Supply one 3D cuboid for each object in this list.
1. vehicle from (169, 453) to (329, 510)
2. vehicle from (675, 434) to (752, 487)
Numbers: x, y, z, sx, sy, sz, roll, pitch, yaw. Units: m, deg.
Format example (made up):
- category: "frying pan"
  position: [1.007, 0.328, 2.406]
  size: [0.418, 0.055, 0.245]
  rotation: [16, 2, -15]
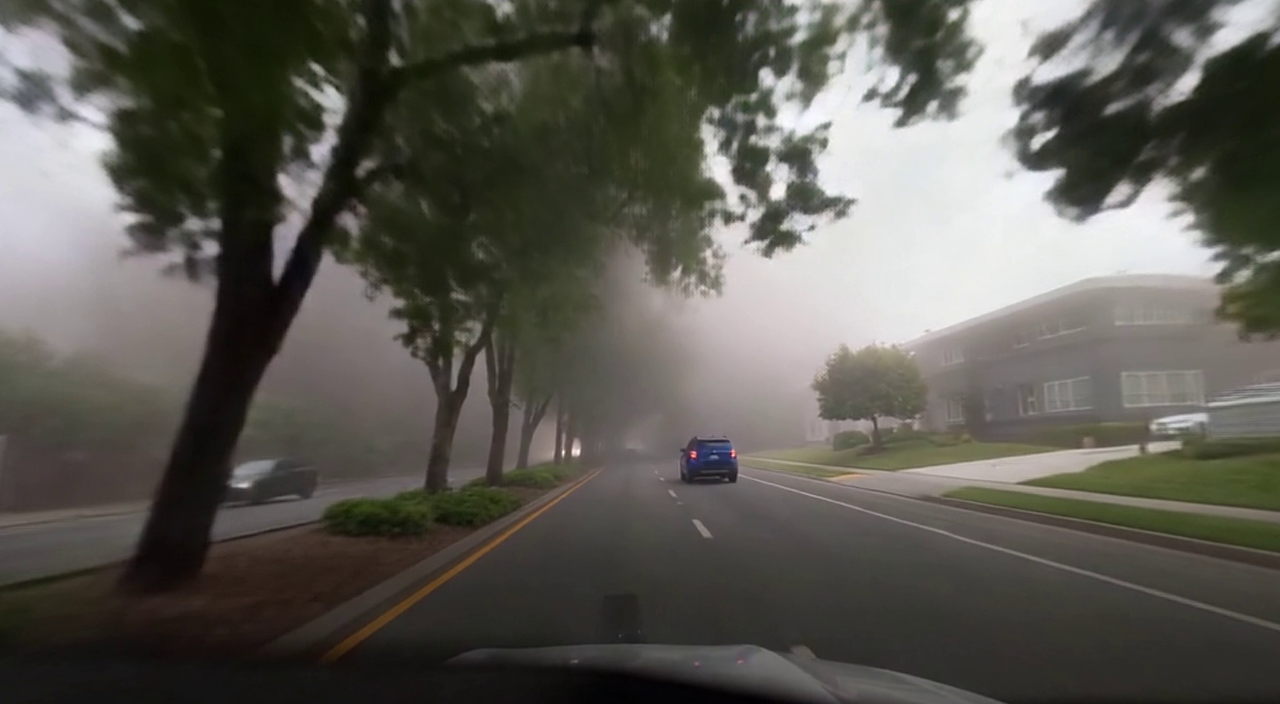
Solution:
- category: "vehicle"
  position: [-11.792, 3.910, 19.538]
  size: [1.968, 1.476, 4.631]
  rotation: [0, -8, 0]
- category: "vehicle"
  position: [2.523, 3.865, 22.860]
  size: [2.164, 1.725, 4.285]
  rotation: [0, -8, -1]
